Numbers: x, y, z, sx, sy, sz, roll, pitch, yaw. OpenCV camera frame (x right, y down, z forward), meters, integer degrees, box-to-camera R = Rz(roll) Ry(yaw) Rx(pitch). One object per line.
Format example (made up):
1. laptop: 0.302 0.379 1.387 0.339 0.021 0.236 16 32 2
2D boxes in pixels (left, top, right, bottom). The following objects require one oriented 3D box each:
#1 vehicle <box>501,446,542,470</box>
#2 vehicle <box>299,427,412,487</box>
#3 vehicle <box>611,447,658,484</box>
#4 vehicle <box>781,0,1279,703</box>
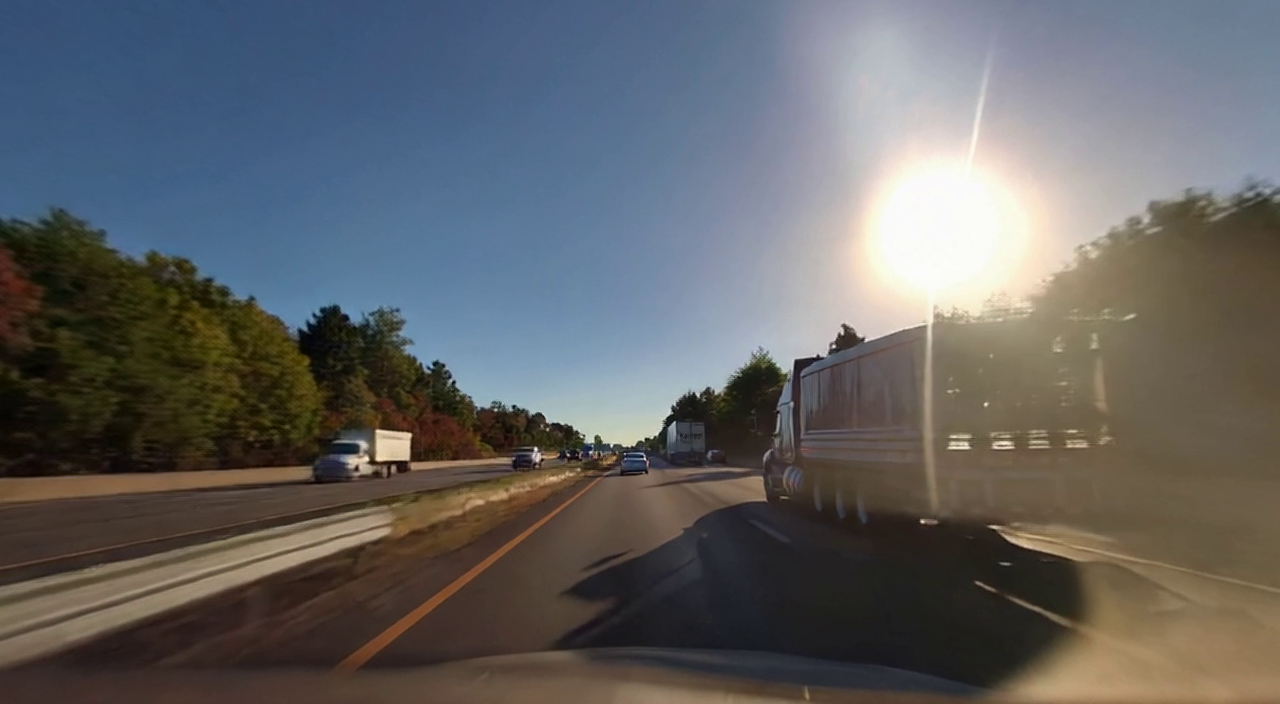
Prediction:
1. vehicle: -8.281 7.454 44.422 2.034 1.621 4.525 0 -9 0
2. vehicle: -13.239 4.966 30.012 2.255 2.511 6.577 0 -9 0
3. vehicle: -0.223 4.883 27.412 1.939 1.495 3.612 0 -9 0
4. vehicle: 4.619 0.313 6.647 2.842 4.060 13.939 0 -9 -1
